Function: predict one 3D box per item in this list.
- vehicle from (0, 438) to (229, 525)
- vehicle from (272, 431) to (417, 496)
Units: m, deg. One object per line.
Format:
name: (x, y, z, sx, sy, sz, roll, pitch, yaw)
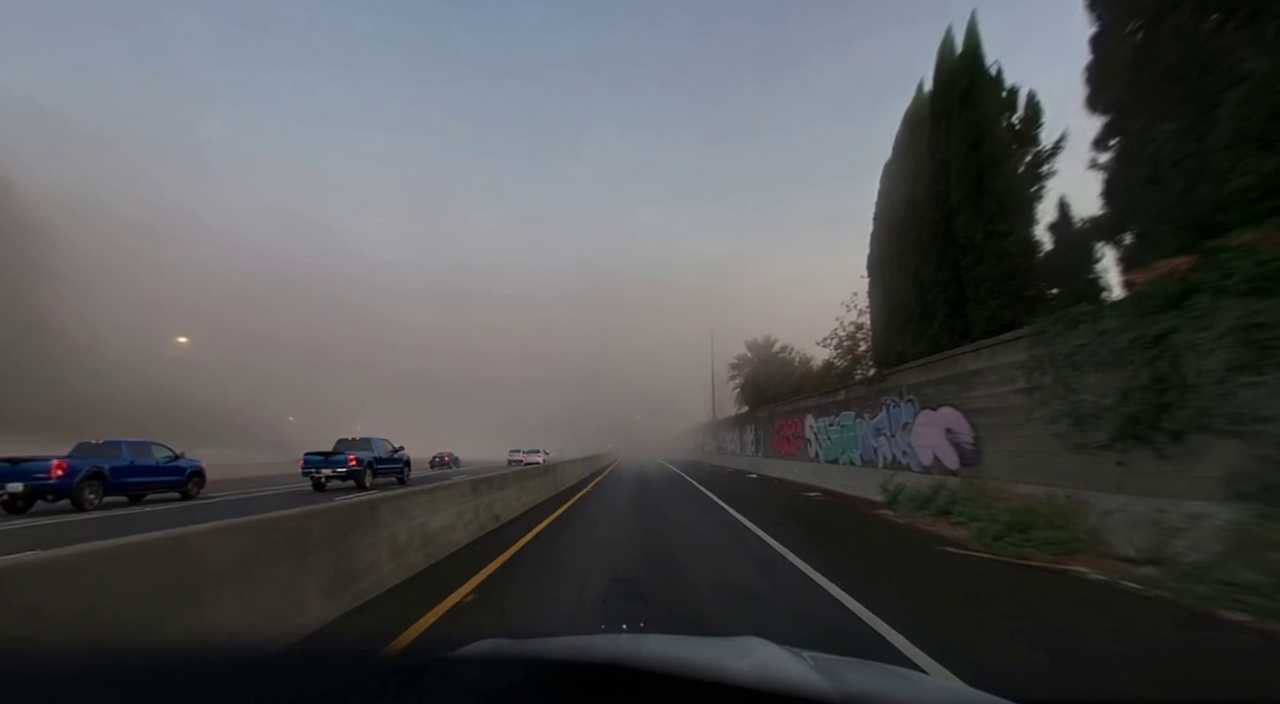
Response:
vehicle: (-14.199, 3.276, 16.848, 2.272, 1.882, 5.941, 0, -8, 1)
vehicle: (-10.201, 3.891, 22.474, 2.342, 1.999, 5.594, 0, -8, 1)
